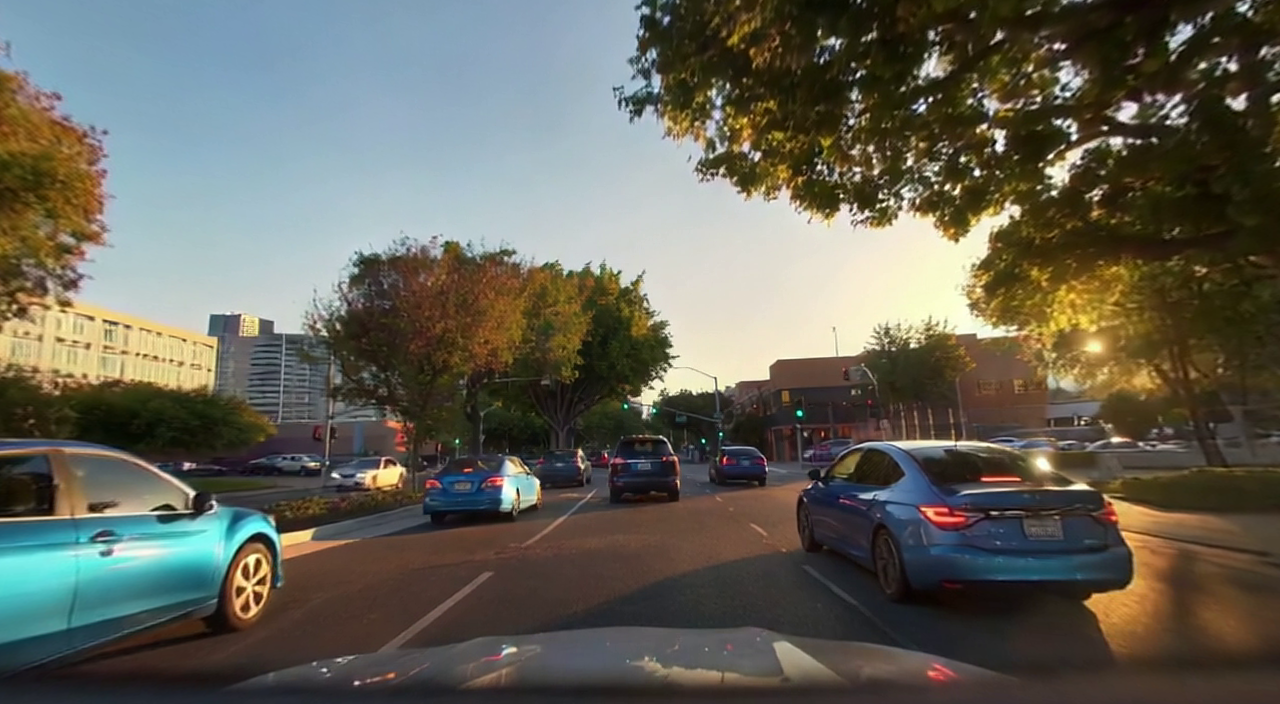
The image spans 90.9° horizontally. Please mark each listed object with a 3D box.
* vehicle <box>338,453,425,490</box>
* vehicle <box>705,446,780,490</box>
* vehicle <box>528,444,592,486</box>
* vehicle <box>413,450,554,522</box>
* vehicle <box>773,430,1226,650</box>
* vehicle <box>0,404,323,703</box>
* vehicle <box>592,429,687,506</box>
[{"bbox_3d":[-12.053,5.563,29.798,2.069,1.539,4.595,0,-8,1],"label":"vehicle"},{"bbox_3d":[3.671,4.245,23.446,2.058,1.472,4.317,0,-8,0],"label":"vehicle"},{"bbox_3d":[-3.312,4.784,26.953,2.130,1.645,3.995,0,-8,1],"label":"vehicle"},{"bbox_3d":[-3.333,2.931,14.323,2.115,1.369,3.908,0,-8,1],"label":"vehicle"},{"bbox_3d":[2.927,1.619,6.606,2.052,1.475,4.540,0,-8,0],"label":"vehicle"},{"bbox_3d":[-3.979,1.109,3.503,2.173,1.536,4.285,0,-8,0],"label":"vehicle"},{"bbox_3d":[0.012,3.224,18.056,2.361,1.898,4.465,0,-8,1],"label":"vehicle"}]
